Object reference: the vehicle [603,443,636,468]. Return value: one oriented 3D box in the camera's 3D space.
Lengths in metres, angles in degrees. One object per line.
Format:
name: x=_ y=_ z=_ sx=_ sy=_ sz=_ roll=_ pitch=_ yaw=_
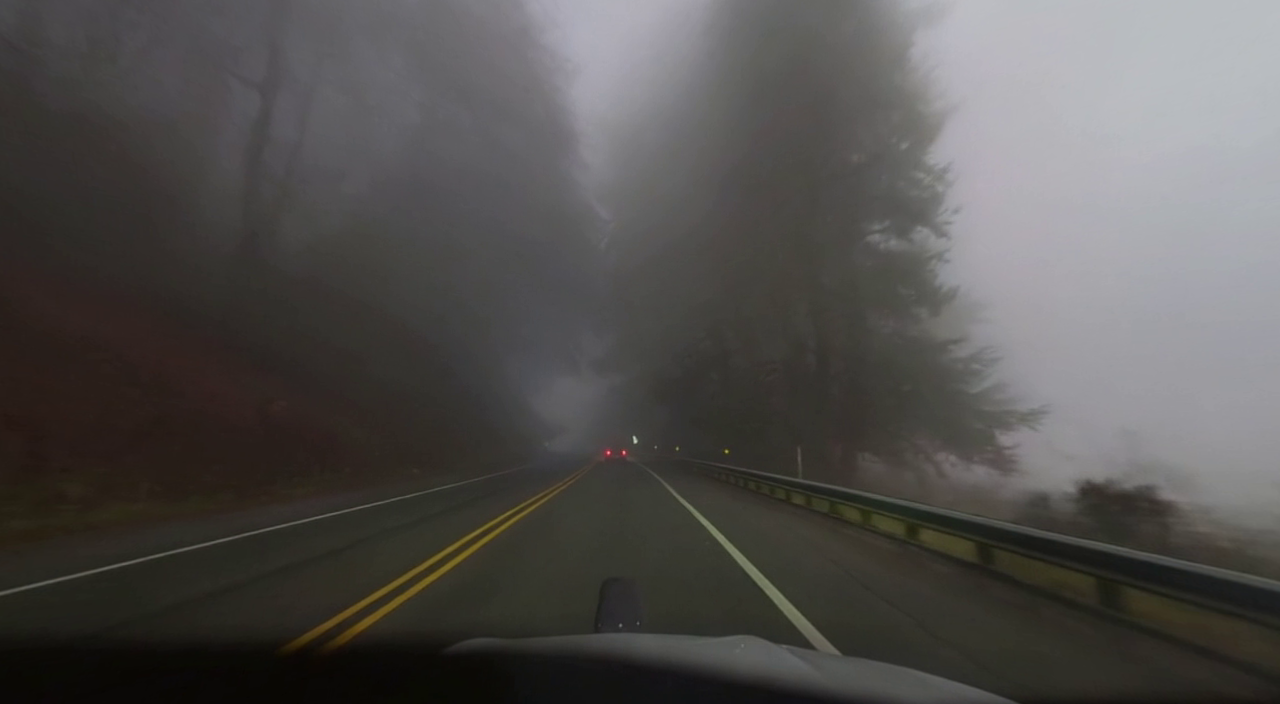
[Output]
vehicle: x=-1.356 y=6.763 z=41.432 sx=2.042 sy=1.489 sz=3.963 roll=0 pitch=-8 yaw=-2
